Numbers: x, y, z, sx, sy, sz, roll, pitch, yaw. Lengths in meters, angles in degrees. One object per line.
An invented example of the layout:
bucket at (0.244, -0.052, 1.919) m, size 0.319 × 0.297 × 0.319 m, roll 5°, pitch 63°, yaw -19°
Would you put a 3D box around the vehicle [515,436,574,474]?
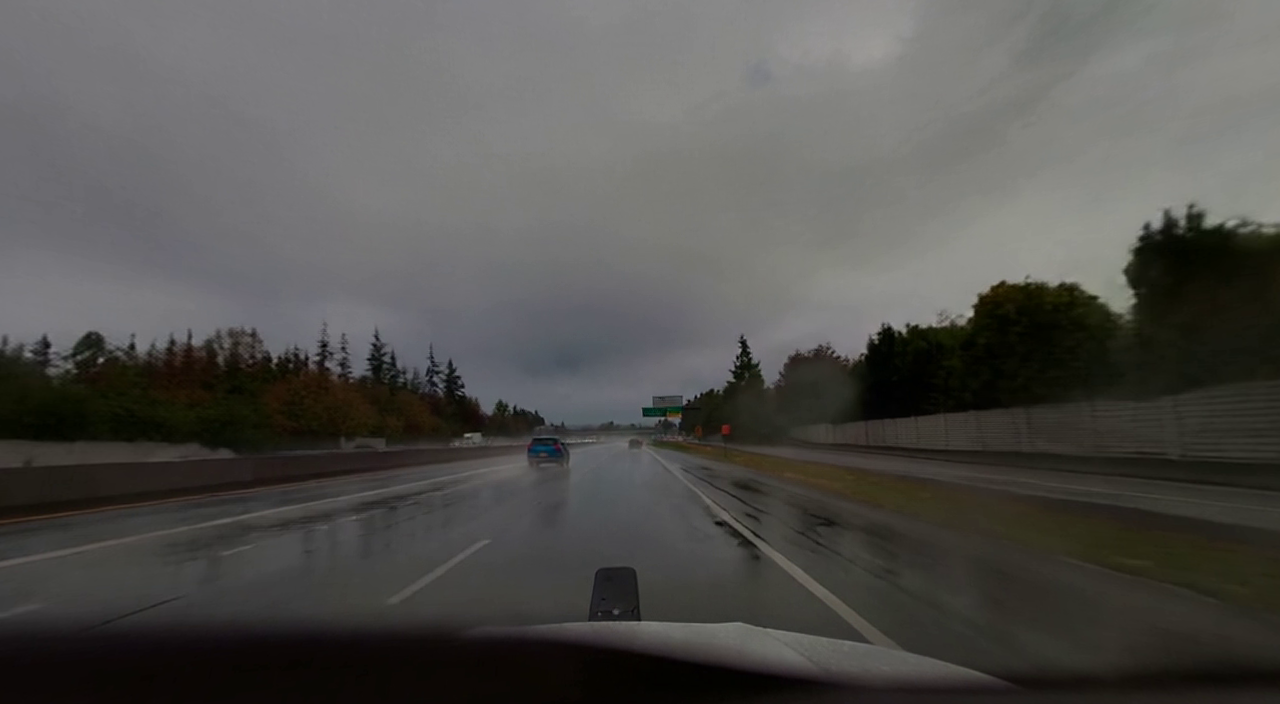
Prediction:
vehicle at (-4.461, 4.854, 30.001) m, size 2.129 × 1.641 × 4.263 m, roll 0°, pitch -8°, yaw 0°
